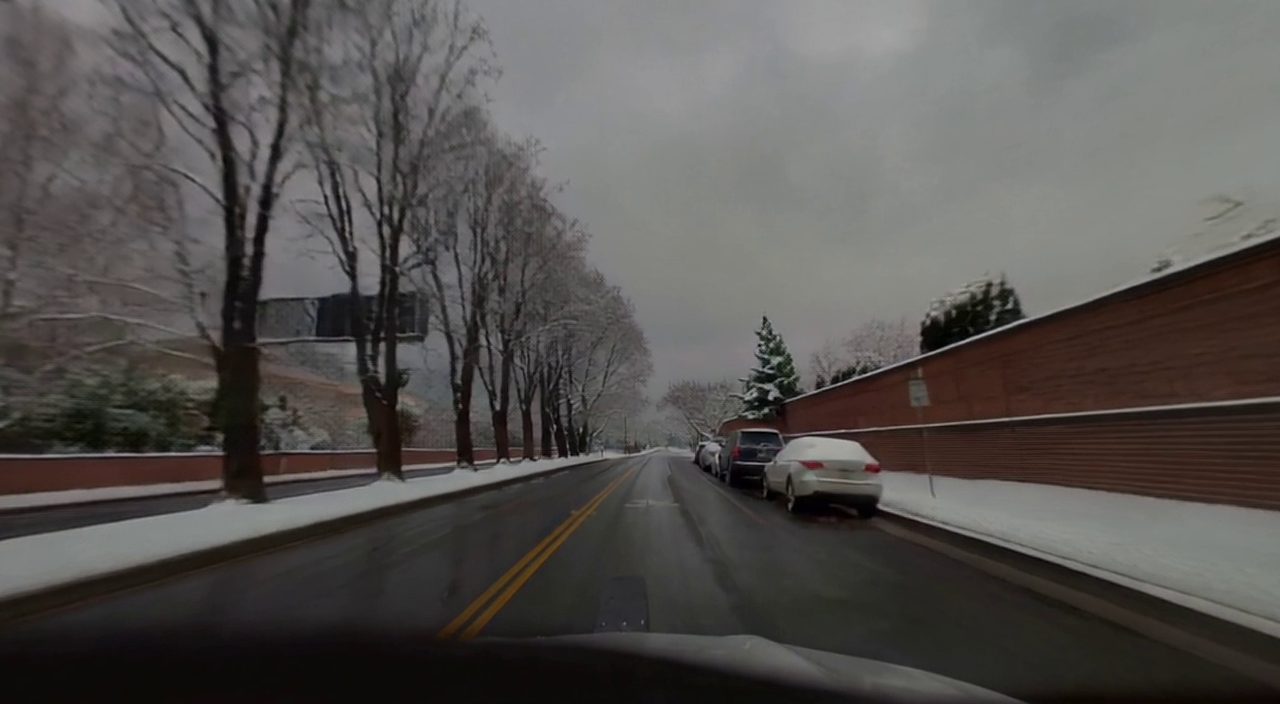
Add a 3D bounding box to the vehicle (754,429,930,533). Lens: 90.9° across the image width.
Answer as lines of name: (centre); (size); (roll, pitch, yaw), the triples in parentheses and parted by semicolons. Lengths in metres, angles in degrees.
vehicle: (3.838, 2.490, 13.172); (2.048, 1.596, 5.543); (2, -8, 2)
